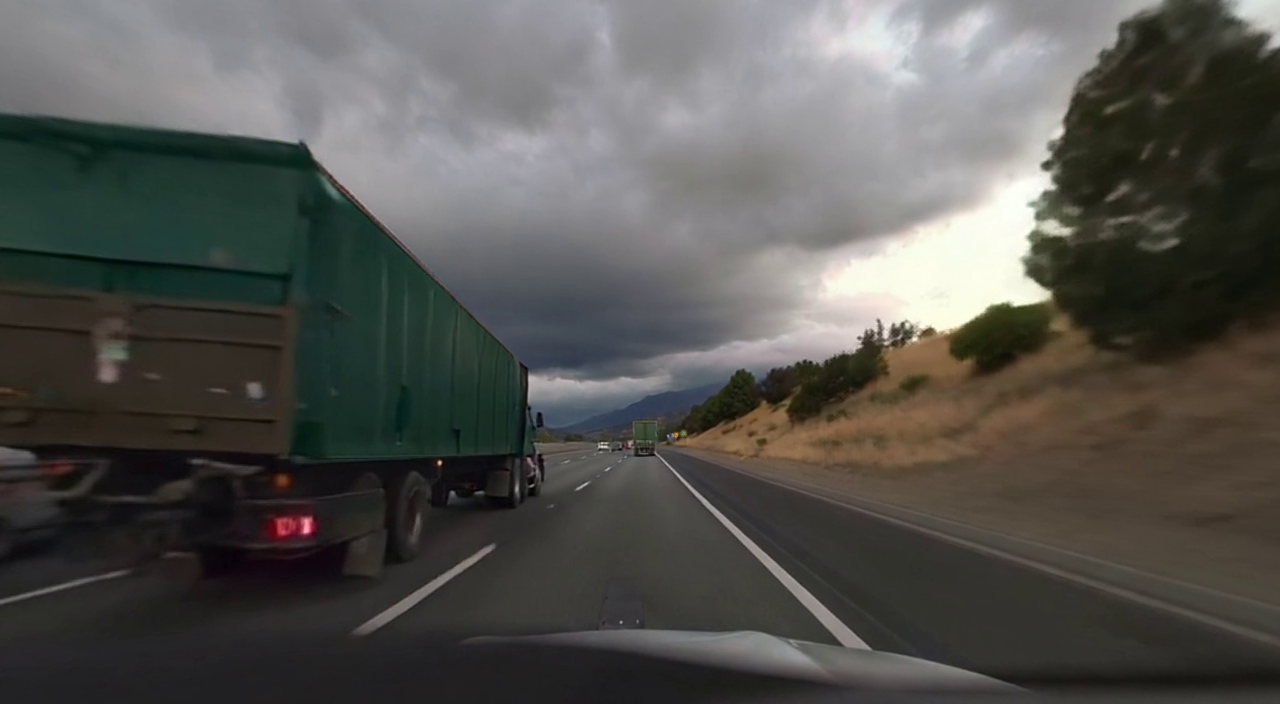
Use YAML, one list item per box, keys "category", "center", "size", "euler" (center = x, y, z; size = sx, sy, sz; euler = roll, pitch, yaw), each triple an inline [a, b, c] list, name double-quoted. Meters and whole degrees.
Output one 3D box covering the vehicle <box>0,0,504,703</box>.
- category: "vehicle"
  center: [-3.715, 0.521, 5.356]
  size: [2.789, 3.271, 10.894]
  euler: [1, -9, -1]
